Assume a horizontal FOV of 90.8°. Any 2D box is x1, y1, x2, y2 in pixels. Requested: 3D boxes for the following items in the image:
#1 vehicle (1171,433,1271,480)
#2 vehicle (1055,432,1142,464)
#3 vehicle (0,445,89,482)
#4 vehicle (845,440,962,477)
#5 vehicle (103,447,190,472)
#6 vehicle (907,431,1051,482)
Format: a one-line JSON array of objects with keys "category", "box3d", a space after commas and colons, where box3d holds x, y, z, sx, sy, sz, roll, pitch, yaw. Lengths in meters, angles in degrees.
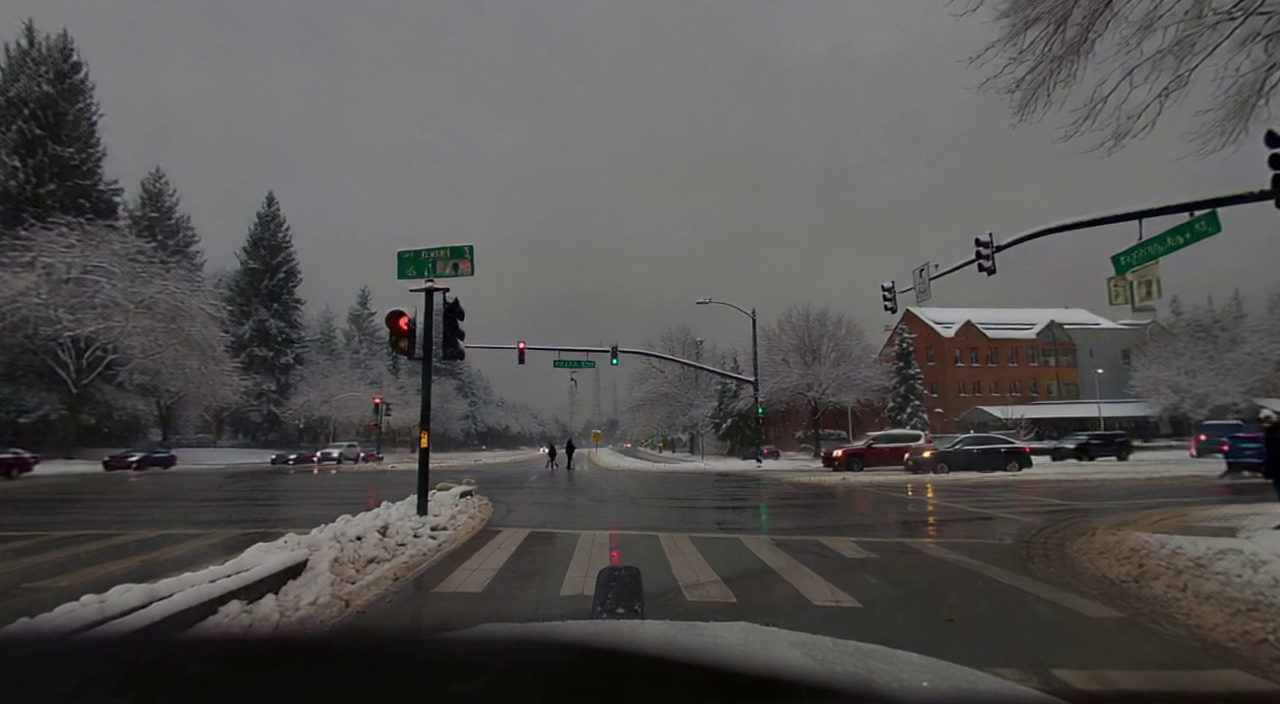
[{"category": "vehicle", "box3d": [20.993, 3.727, 22.773, 4.312, 1.540, 2.007, 7, -11, -40]}, {"category": "vehicle", "box3d": [28.043, 5.922, 38.882, 2.066, 1.821, 4.509, 0, -8, 2]}, {"category": "vehicle", "box3d": [-26.954, 4.781, 27.410, 2.006, 1.459, 4.720, 0, -8, -4]}, {"category": "vehicle", "box3d": [11.438, 4.623, 27.562, 4.317, 1.491, 1.896, 1, -9, -11]}, {"category": "vehicle", "box3d": [-31.030, 6.757, 39.936, 1.811, 1.438, 4.812, 0, -8, -2]}, {"category": "vehicle", "box3d": [12.894, 3.923, 24.046, 4.742, 1.762, 2.180, 3, -9, -22]}]
